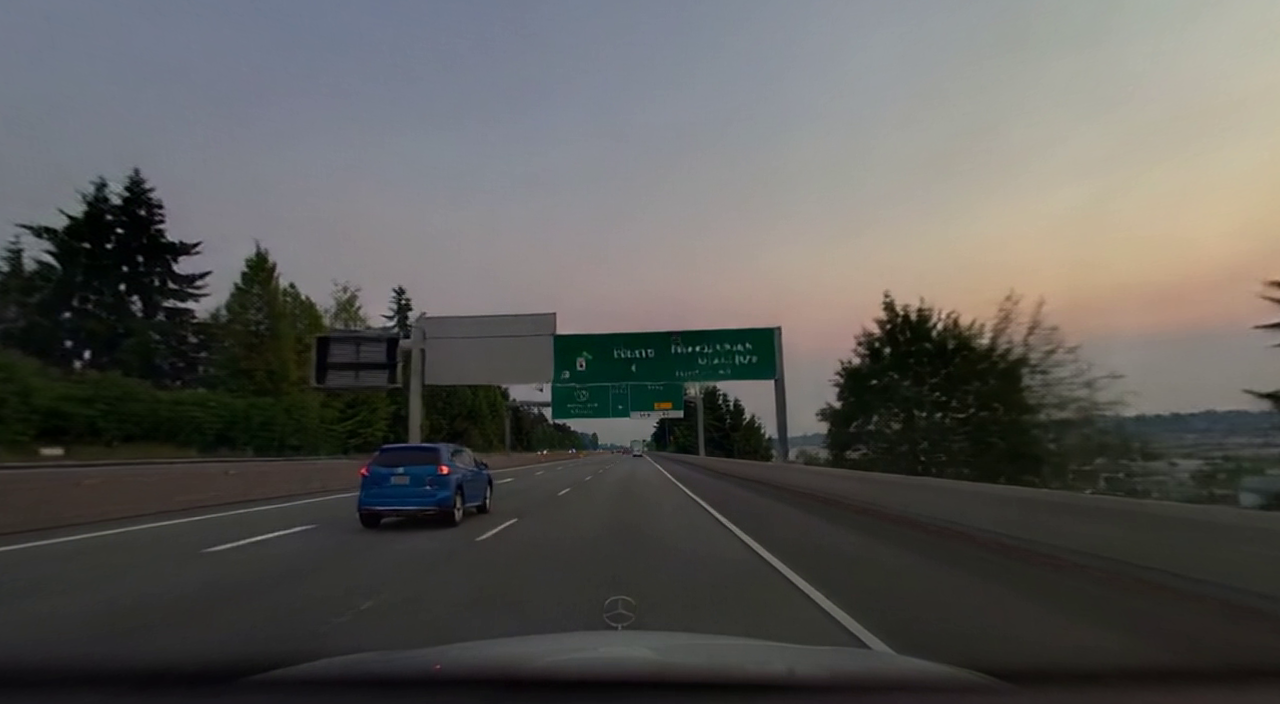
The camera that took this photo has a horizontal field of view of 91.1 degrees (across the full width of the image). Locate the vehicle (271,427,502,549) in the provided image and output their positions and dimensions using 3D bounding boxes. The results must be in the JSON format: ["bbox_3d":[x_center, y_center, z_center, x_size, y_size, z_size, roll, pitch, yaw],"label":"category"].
[{"bbox_3d":[-3.925,2.193,10.743,2.104,1.626,4.283,-1,-9,1],"label":"vehicle"}]
